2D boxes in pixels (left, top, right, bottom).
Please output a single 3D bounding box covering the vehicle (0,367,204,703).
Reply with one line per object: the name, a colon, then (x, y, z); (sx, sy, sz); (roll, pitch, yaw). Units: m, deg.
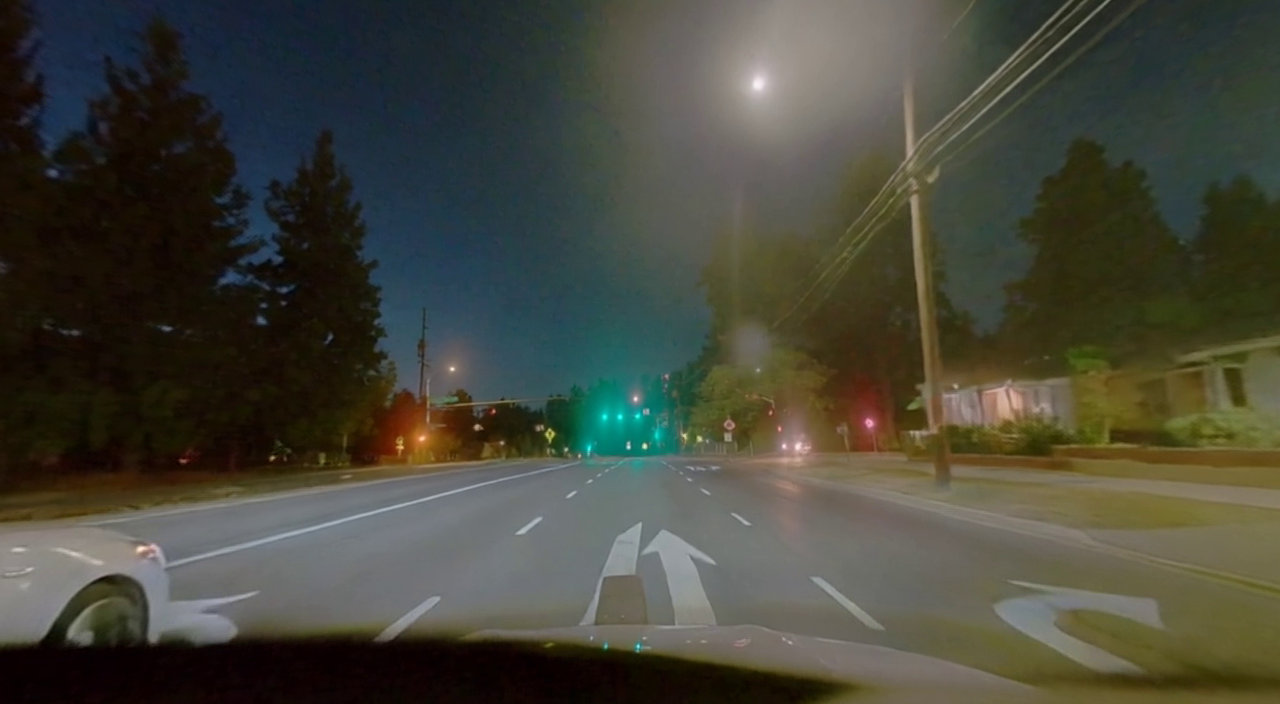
vehicle: (-3.354, 0.614, 0.699); (2.139, 1.564, 4.901); (0, -9, 1)
